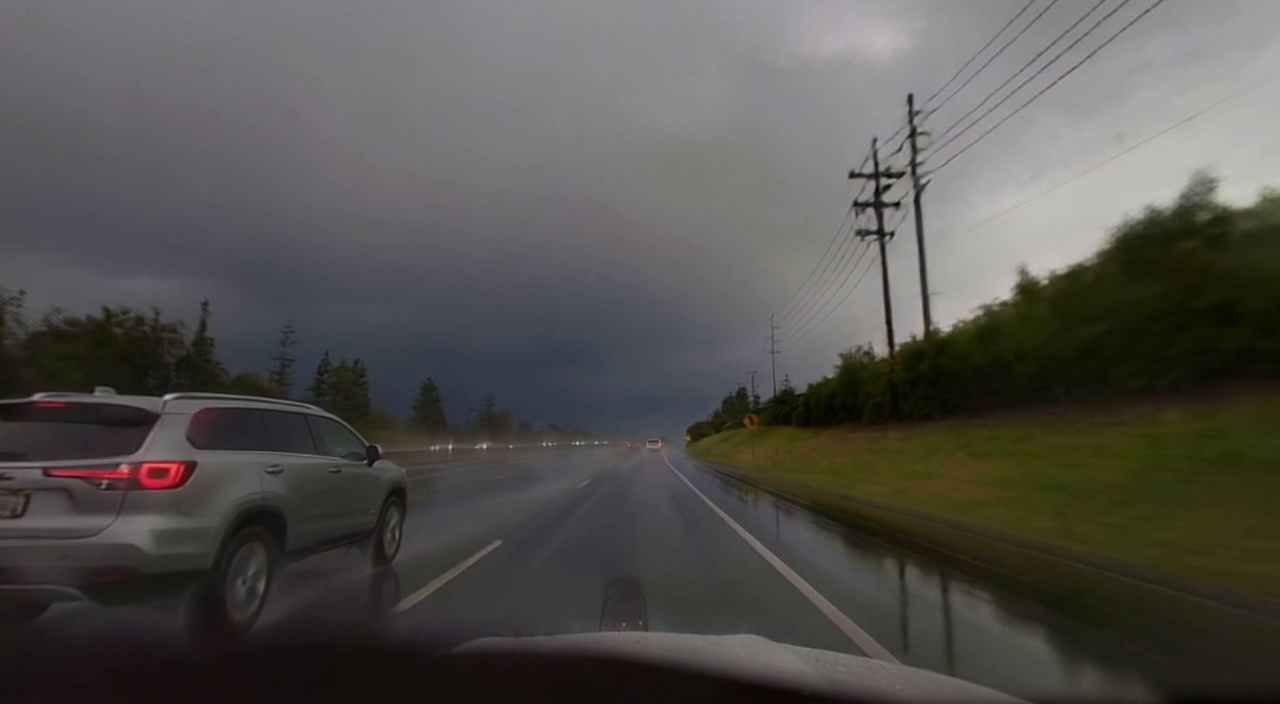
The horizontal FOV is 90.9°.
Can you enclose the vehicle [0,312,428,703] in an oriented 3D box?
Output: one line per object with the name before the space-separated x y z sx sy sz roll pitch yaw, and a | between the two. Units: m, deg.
vehicle | -3.832 1.151 5.455 2.136 1.975 5.037 0 -8 1
